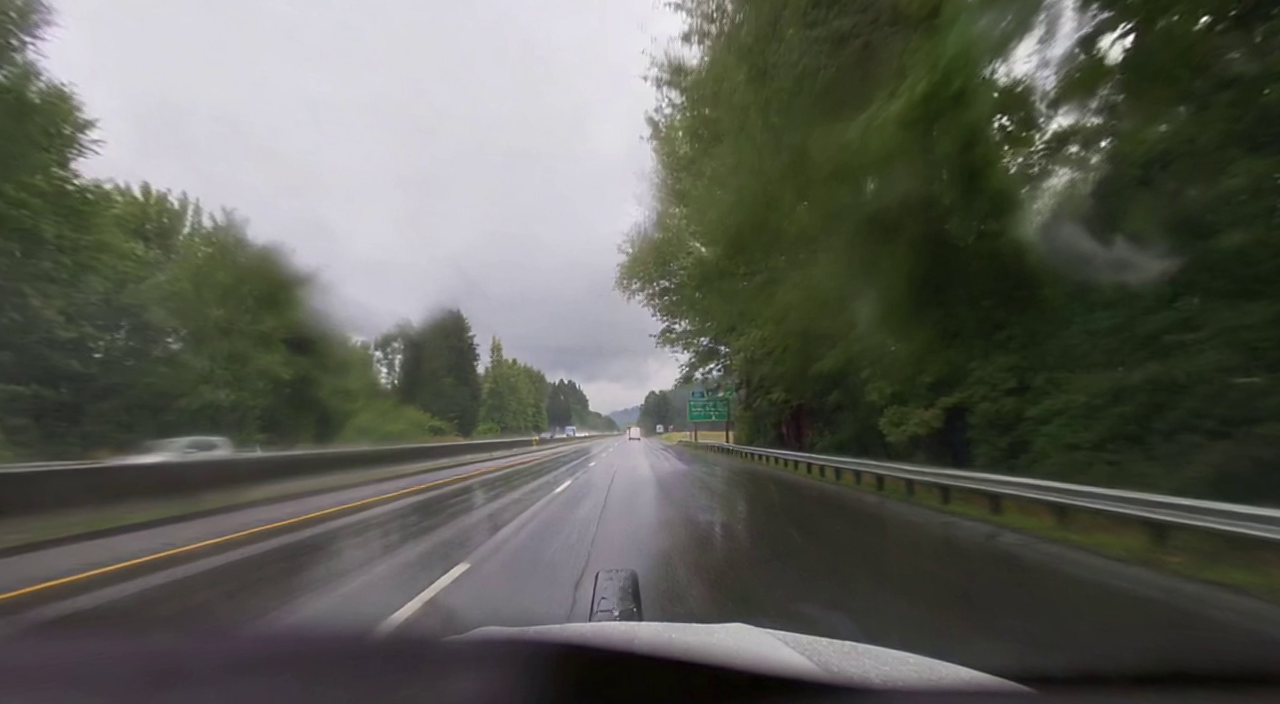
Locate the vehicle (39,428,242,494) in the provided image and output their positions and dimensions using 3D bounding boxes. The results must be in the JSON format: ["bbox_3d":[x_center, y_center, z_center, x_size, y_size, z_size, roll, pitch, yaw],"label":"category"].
[{"bbox_3d":[-12.747,2.776,16.514,1.906,1.483,4.216,0,-8,-1],"label":"vehicle"}]
